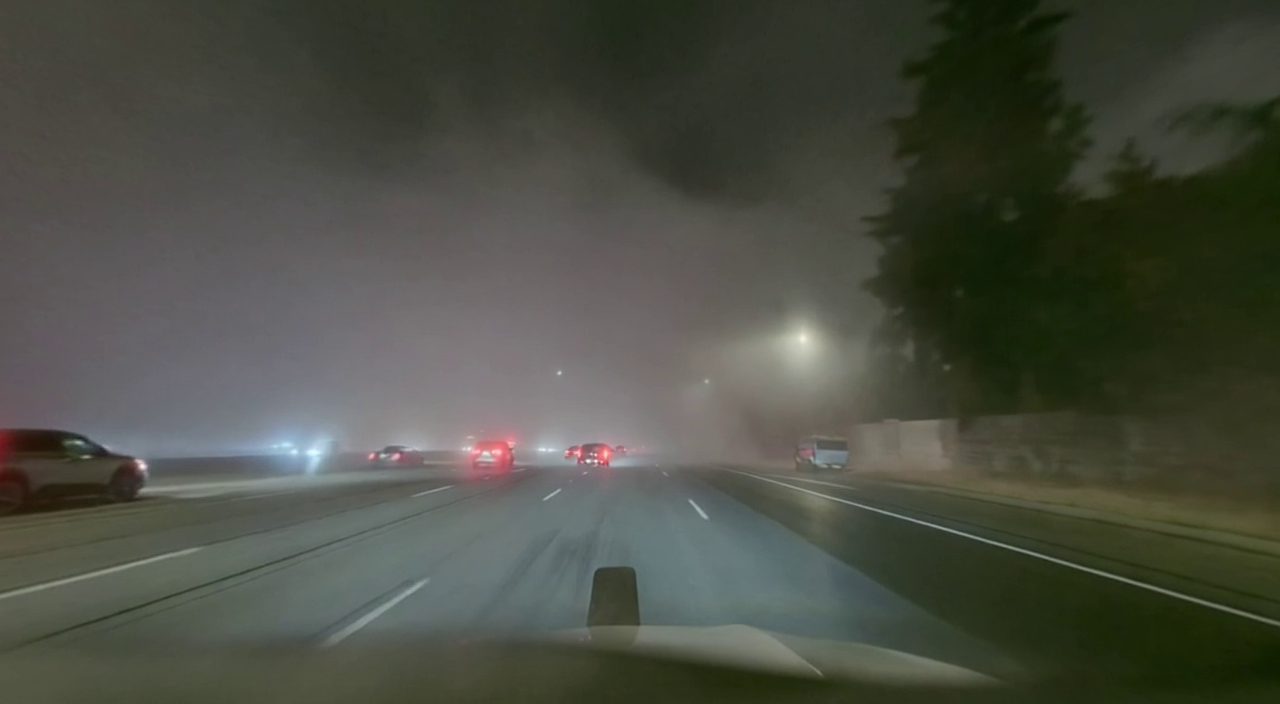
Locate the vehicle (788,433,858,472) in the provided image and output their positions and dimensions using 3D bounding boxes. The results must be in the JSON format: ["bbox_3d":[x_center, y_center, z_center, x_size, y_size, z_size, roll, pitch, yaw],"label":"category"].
[{"bbox_3d":[10.272,5.702,36.038,2.302,2.014,5.925,0,-9,1],"label":"vehicle"}]

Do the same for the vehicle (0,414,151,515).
[{"bbox_3d":[-13.044,2.279,12.942,1.986,1.875,4.902,0,-9,1],"label":"vehicle"}]

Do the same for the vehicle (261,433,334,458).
[{"bbox_3d":[-22.701,6.234,42.144,2.088,1.584,4.774,0,-8,2],"label":"vehicle"}]

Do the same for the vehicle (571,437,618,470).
[{"bbox_3d":[-2.368,5.455,34.194,2.201,1.672,4.128,0,-9,0],"label":"vehicle"}]

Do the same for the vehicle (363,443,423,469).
[{"bbox_3d":[-15.850,6.676,40.764,1.916,1.610,4.445,0,-9,2],"label":"vehicle"}]

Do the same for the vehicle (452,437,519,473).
[{"bbox_3d":[-7.729,5.171,31.991,2.204,1.677,4.438,0,-9,1],"label":"vehicle"}]
